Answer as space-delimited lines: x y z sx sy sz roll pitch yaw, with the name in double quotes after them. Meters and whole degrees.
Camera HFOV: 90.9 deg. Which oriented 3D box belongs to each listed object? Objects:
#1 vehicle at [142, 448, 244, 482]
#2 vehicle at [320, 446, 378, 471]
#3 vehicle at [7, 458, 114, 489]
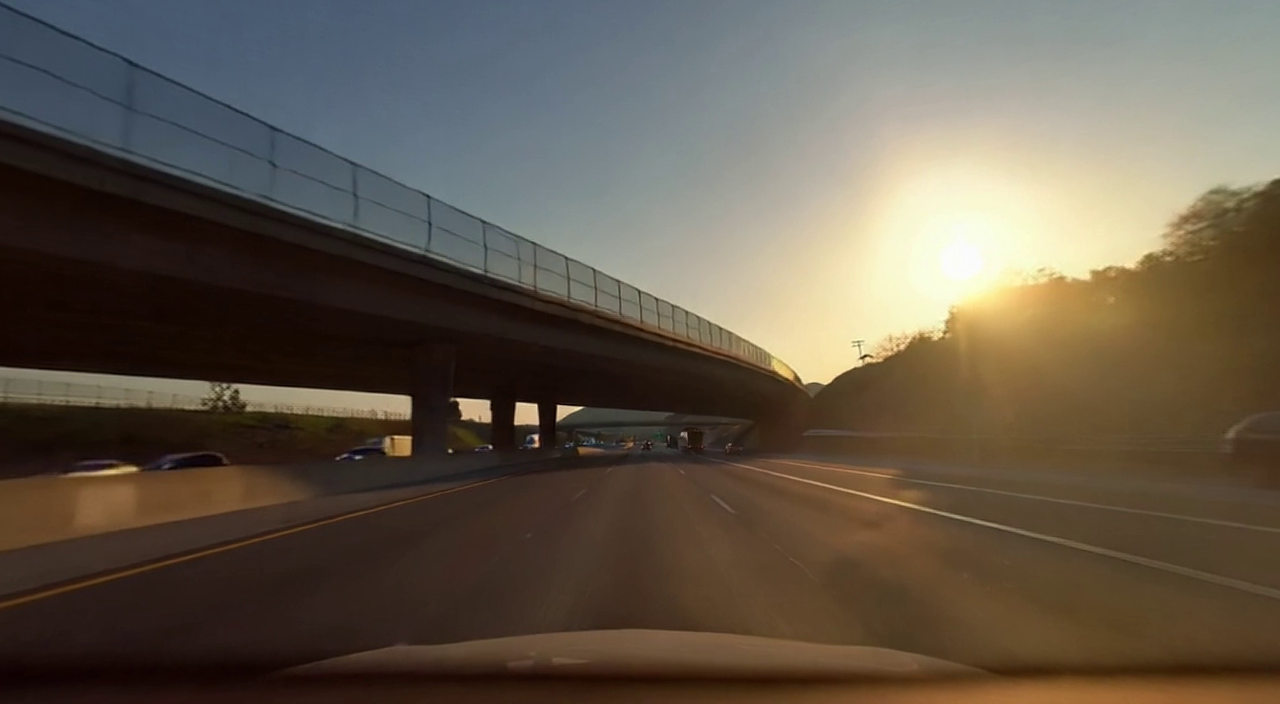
-24.958 6.295 35.506 2.030 1.772 4.969 0 -8 1 "vehicle"
-21.357 7.822 46.519 1.997 1.681 4.625 0 -8 1 "vehicle"
-31.327 6.535 34.268 1.823 1.455 4.167 0 -8 0 "vehicle"
